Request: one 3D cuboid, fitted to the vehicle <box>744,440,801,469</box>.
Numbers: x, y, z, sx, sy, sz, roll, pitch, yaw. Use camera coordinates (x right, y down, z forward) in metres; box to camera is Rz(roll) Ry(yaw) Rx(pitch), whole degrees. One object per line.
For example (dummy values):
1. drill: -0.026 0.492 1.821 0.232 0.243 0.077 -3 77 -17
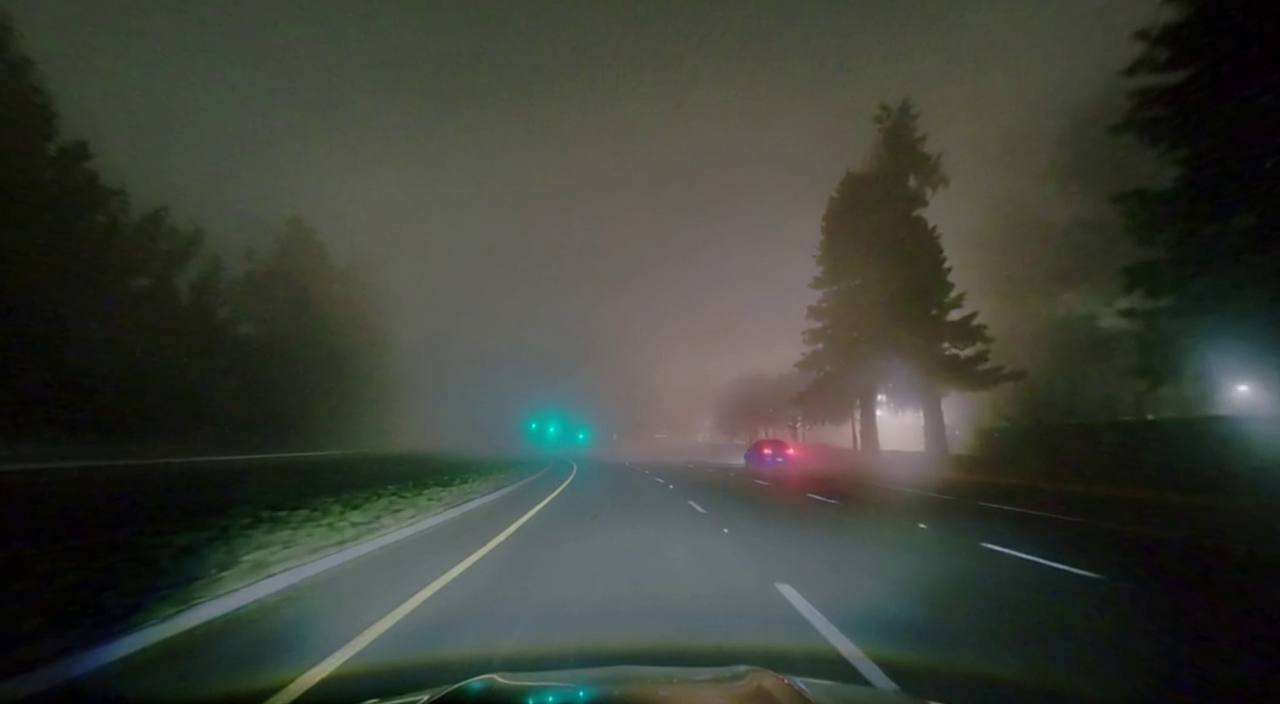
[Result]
1. vehicle: 7.390 5.759 35.550 1.908 1.483 4.474 1 -8 -5
